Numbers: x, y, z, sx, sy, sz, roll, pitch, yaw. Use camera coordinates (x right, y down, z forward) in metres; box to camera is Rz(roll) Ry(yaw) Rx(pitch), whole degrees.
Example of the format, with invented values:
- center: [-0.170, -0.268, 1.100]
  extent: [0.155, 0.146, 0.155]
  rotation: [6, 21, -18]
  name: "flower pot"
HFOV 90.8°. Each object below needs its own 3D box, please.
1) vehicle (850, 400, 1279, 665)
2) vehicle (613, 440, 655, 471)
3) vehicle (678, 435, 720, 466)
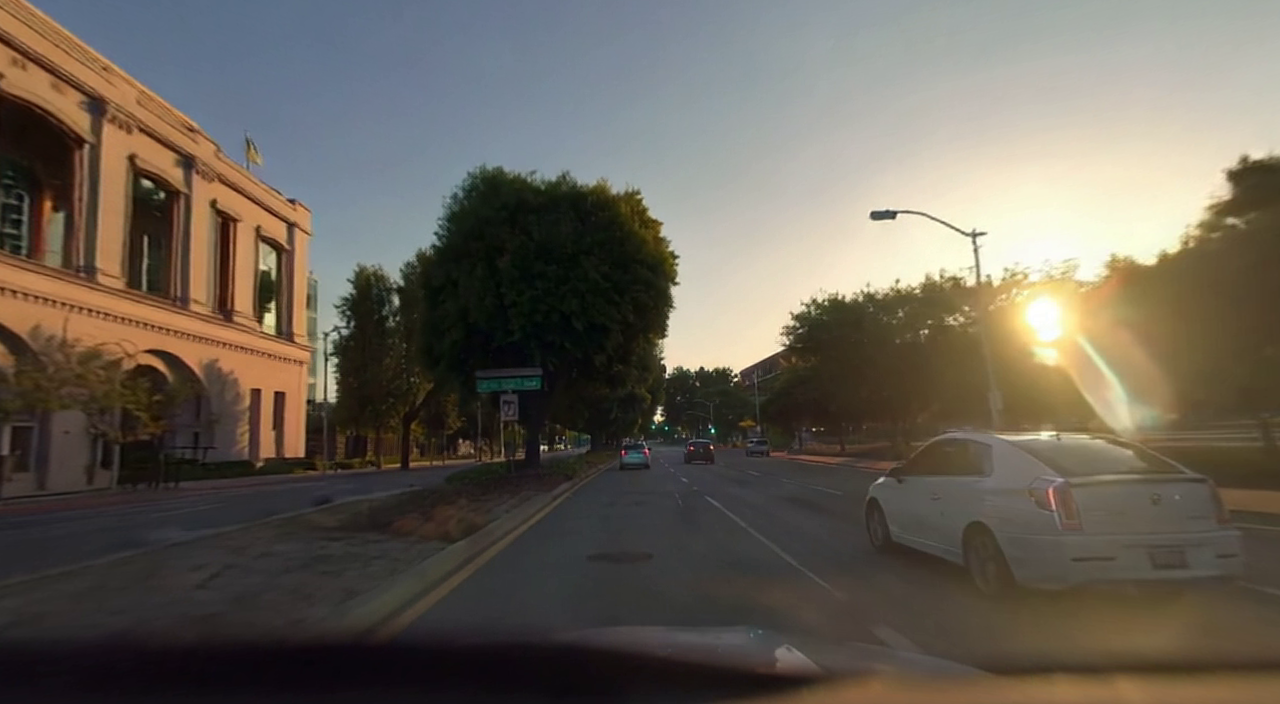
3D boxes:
- center: [3.555, 1.334, 5.713]
  extent: [1.937, 1.538, 3.832]
  rotation: [0, -8, -1]
  name: "vehicle"
- center: [-0.327, 5.365, 33.002]
  extent: [2.054, 1.446, 3.969]
  rotation: [0, -8, -1]
  name: "vehicle"
- center: [3.480, 5.931, 38.315]
  extent: [2.036, 1.757, 4.300]
  rotation: [0, -8, -1]
  name: "vehicle"
